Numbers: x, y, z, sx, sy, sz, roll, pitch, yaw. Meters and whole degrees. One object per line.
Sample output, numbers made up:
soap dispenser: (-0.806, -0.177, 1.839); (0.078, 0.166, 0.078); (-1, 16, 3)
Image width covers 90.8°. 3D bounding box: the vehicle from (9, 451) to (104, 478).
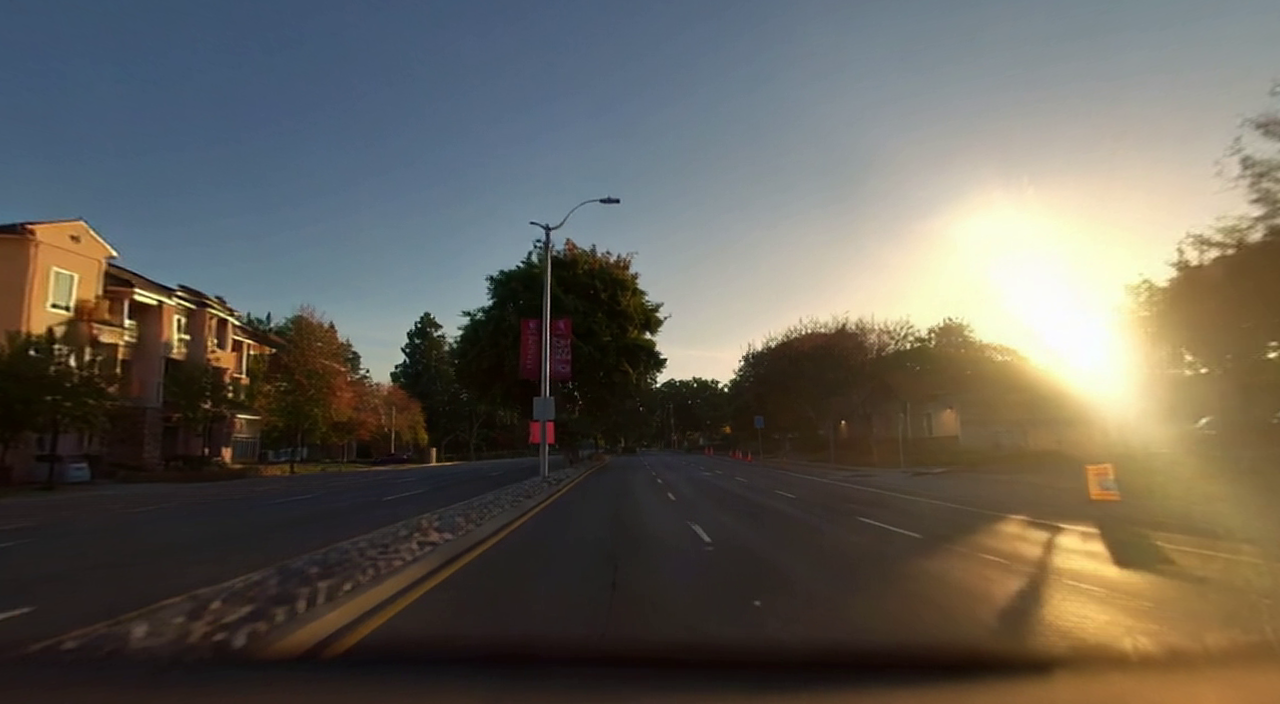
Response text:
vehicle: (-32.831, 6.342, 35.589); (3.732, 1.453, 1.721); (-1, -9, 5)
